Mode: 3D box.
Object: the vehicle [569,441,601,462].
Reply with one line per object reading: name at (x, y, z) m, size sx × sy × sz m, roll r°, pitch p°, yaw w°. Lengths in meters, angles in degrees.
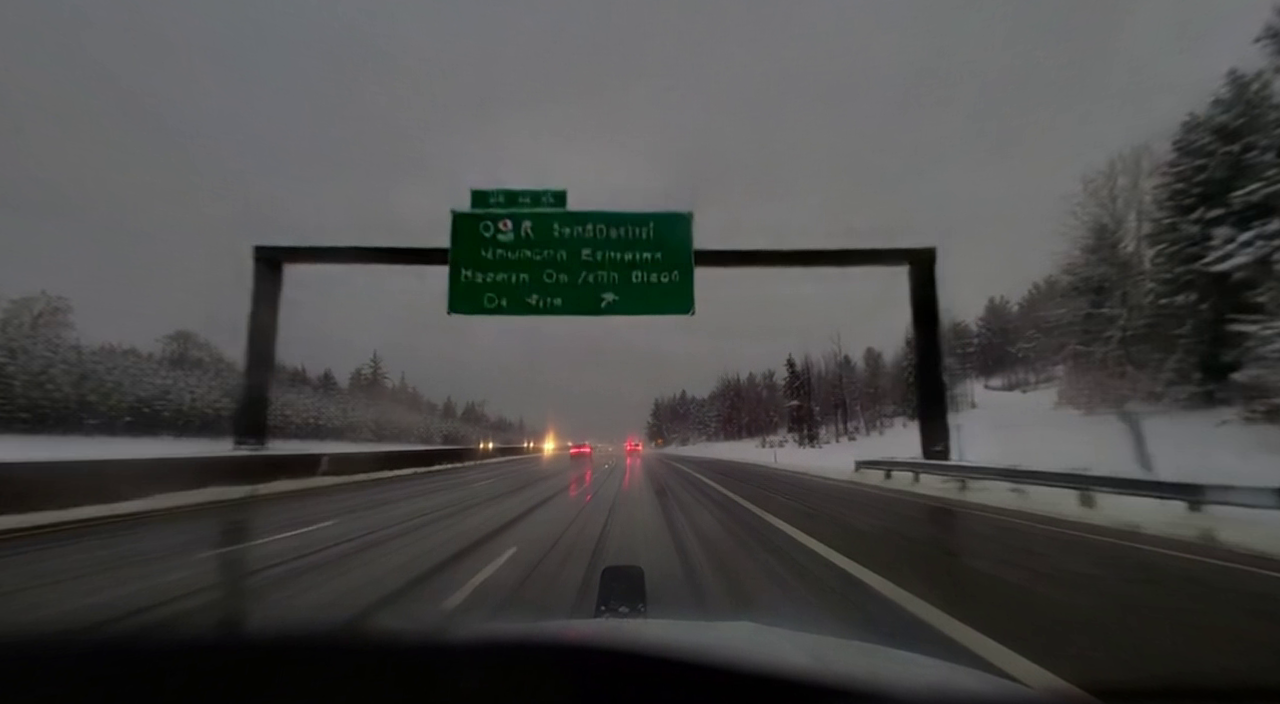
vehicle at (-4.173, 7.596, 48.371) m, size 2.211 × 1.524 × 3.651 m, roll 0°, pitch -8°, yaw -1°
